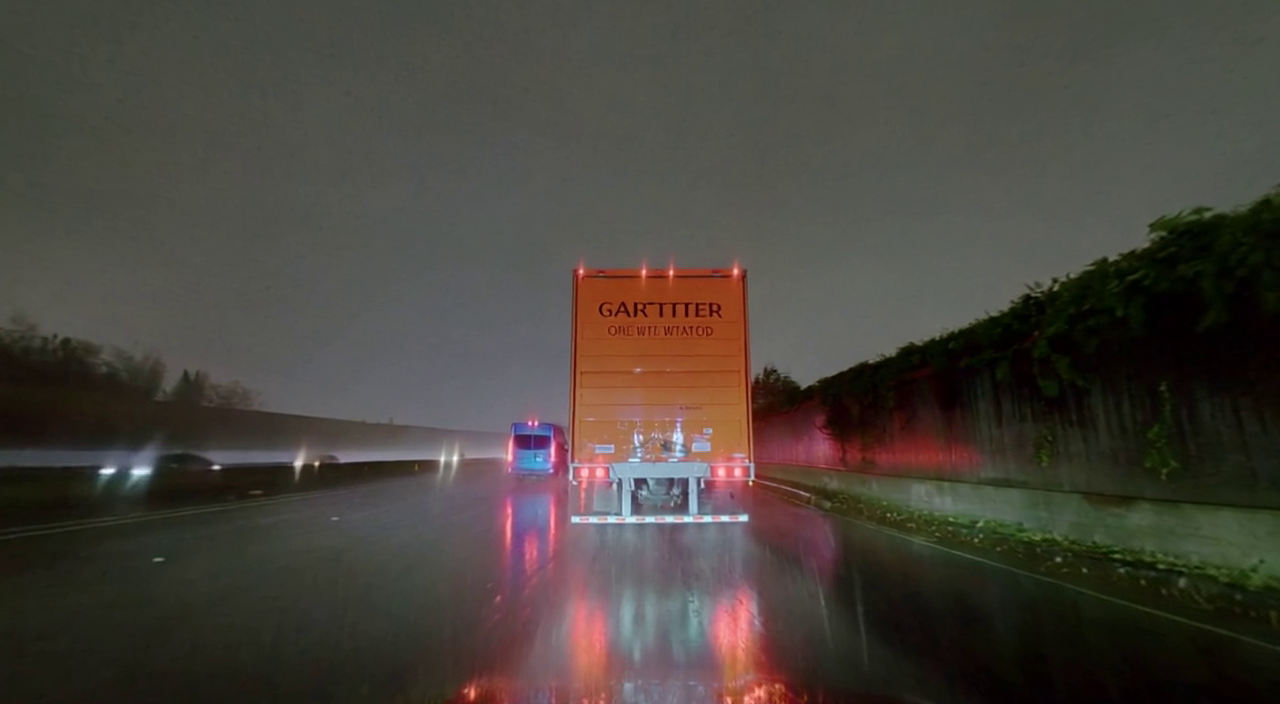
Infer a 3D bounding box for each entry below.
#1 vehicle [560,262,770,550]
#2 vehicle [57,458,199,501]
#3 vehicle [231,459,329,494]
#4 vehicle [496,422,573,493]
[{"bbox_3d":[0.415,1.518,14.110,2.853,4.054,10.557,0,-9,1],"label":"vehicle"},{"bbox_3d":[-21.106,5.238,26.349,1.963,1.545,4.717,0,-9,0],"label":"vehicle"},{"bbox_3d":[-17.518,6.044,31.013,1.985,1.491,4.900,0,-9,-1],"label":"vehicle"},{"bbox_3d":[-4.048,4.207,25.297,2.208,2.522,5.187,0,-9,0],"label":"vehicle"}]
